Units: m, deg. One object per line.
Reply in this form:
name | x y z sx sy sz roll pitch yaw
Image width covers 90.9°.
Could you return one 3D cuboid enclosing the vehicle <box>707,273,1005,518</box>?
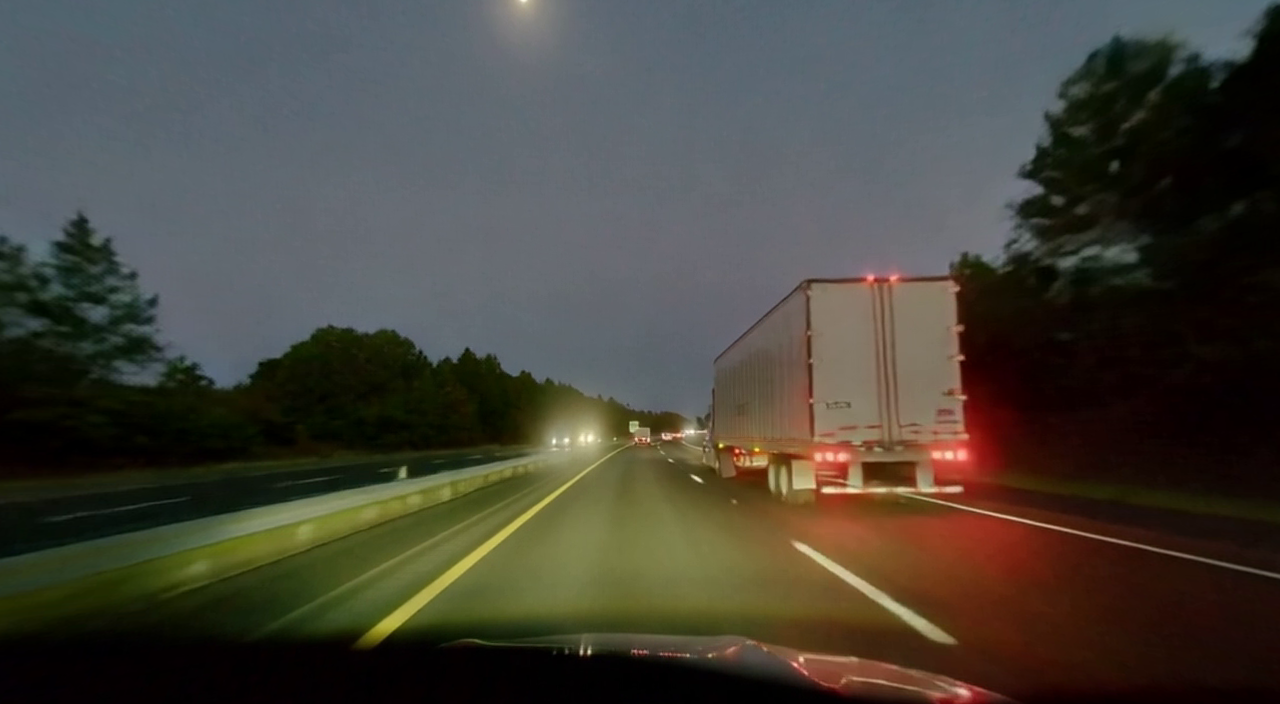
vehicle | 4.229 1.566 17.249 2.951 4.007 13.976 0 -7 -1
